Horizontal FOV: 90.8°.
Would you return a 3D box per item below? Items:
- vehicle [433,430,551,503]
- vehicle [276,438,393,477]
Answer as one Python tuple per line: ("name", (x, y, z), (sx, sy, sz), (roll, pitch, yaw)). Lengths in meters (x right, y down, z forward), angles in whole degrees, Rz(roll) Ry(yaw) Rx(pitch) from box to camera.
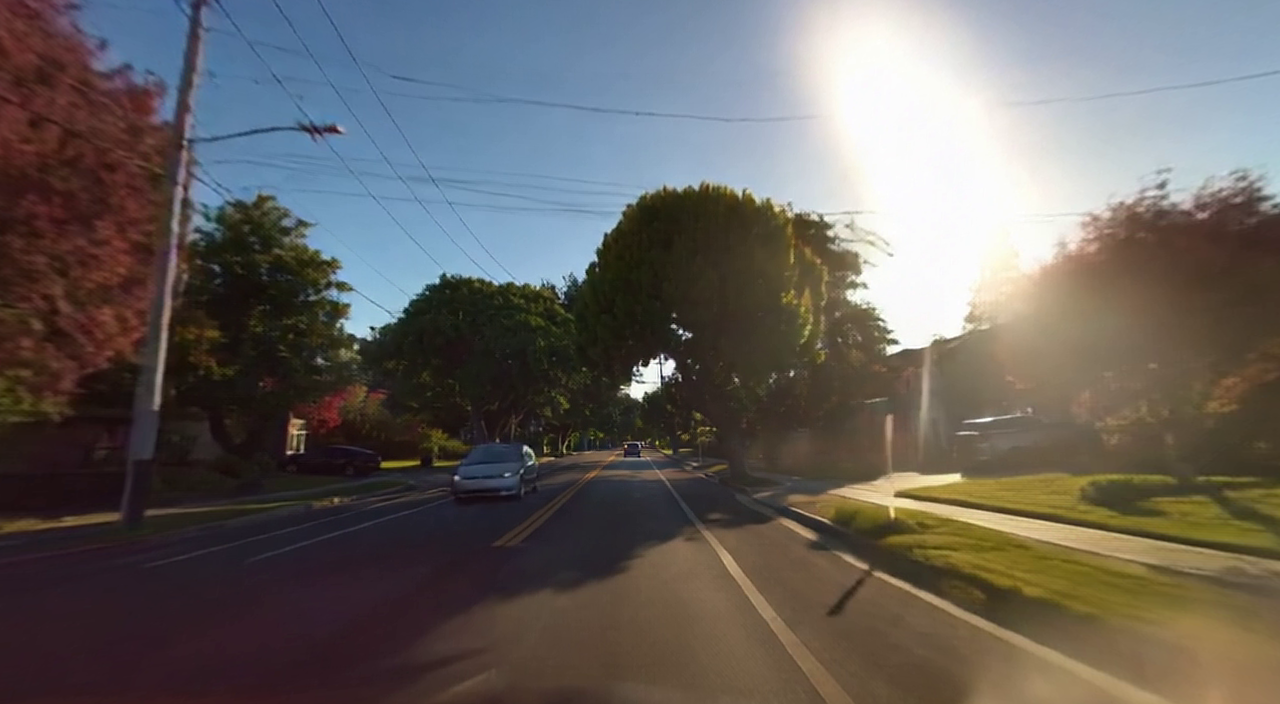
("vehicle", (-3.954, 3.159, 17.870), (2.145, 1.762, 4.960), (0, -9, 0))
("vehicle", (-14.928, 5.183, 31.151), (4.662, 1.832, 2.063), (1, -9, -5))
